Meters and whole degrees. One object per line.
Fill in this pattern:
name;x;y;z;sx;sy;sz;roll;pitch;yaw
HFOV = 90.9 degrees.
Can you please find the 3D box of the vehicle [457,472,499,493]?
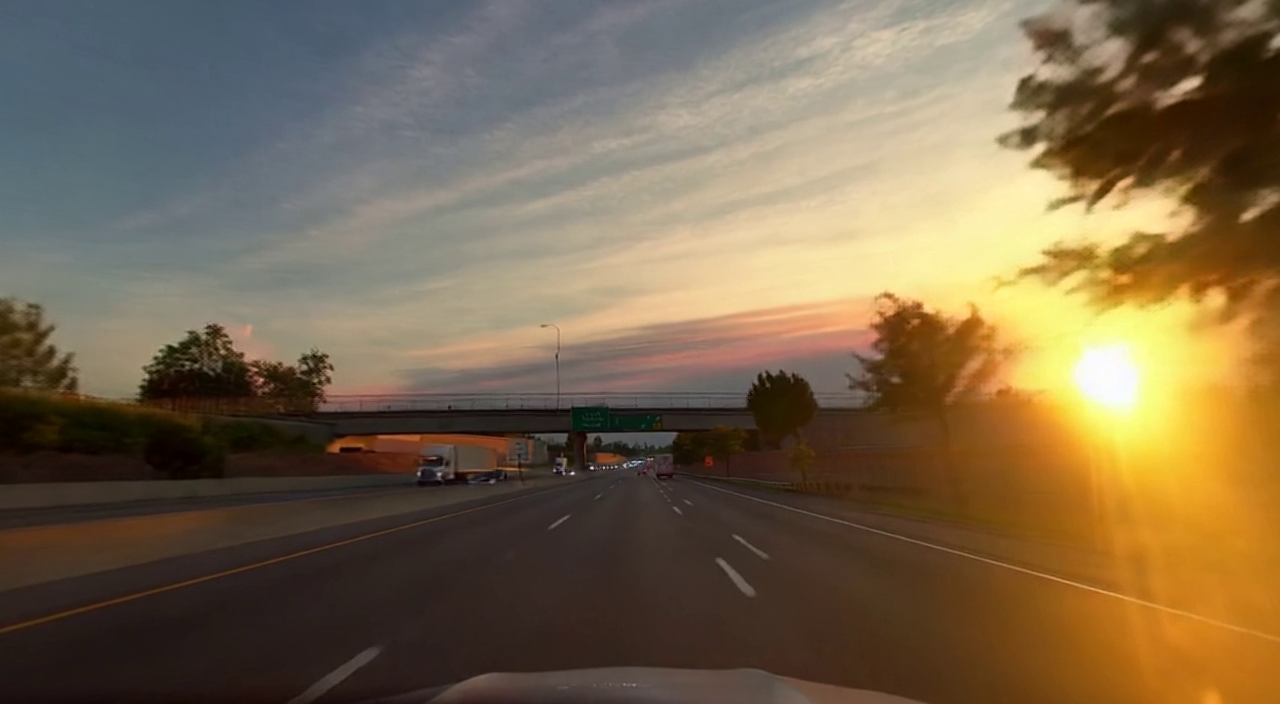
vehicle;-12.072;9.745;47.320;1.925;1.436;4.717;1;-10;0
